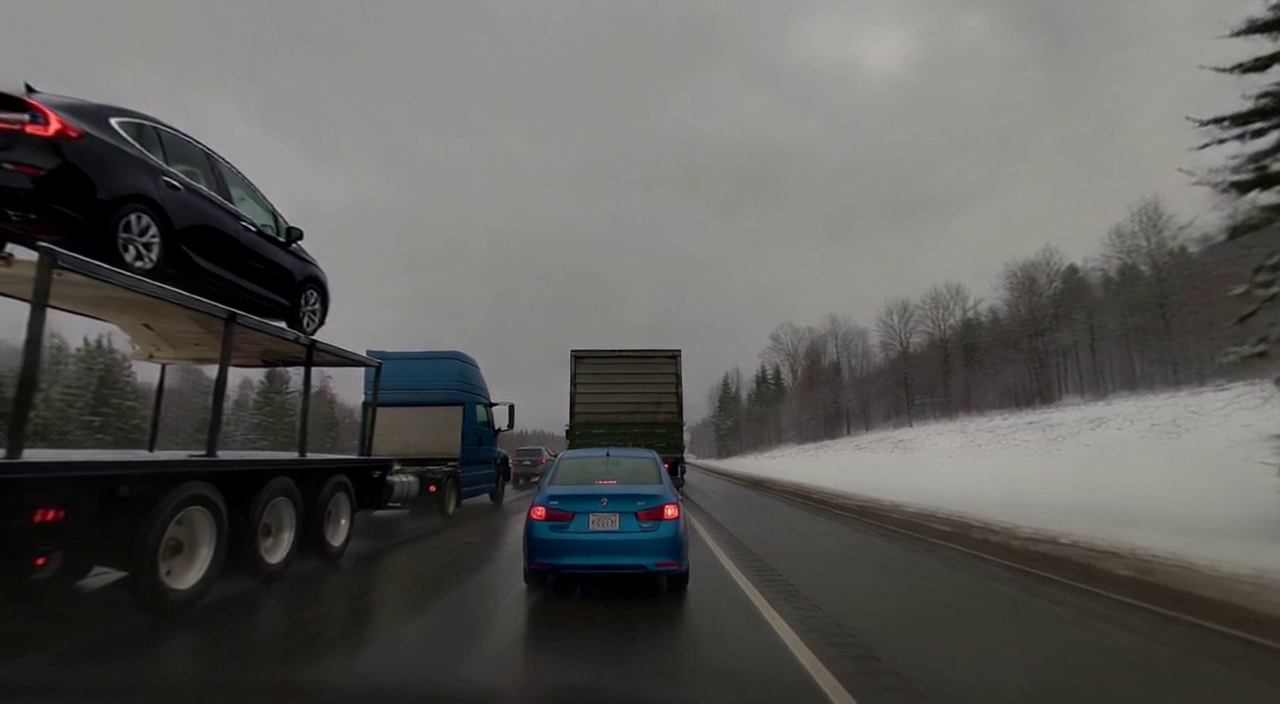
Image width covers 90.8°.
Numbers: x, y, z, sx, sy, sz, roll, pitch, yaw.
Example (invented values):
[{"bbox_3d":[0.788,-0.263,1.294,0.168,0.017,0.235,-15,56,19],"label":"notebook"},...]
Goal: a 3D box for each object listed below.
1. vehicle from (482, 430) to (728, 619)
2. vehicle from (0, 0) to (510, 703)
[{"bbox_3d":[-0.302,1.669,6.890,1.991,1.507,3.391,0,-9,-1],"label":"vehicle"},{"bbox_3d":[-4.622,0.565,8.234,2.836,4.059,14.286,0,-9,0],"label":"vehicle"}]
